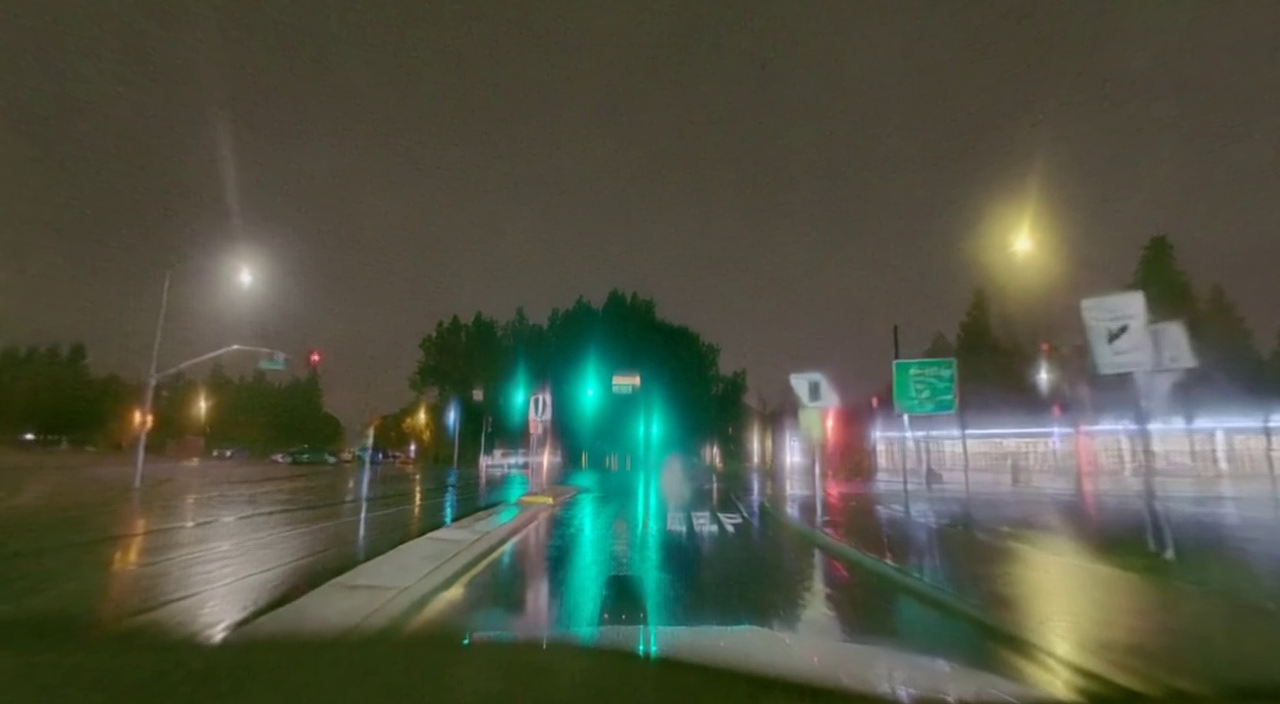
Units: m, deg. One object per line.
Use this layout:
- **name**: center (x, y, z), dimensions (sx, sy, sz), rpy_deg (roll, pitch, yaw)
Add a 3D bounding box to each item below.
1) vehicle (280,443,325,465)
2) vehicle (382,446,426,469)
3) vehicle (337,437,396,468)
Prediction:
- **vehicle**: center (-24.544, 7.443, 45.748), dimensions (1.771, 1.510, 3.545), rpy_deg (2, -9, -9)
- **vehicle**: center (-15.213, 6.797, 40.611), dimensions (1.789, 1.399, 4.236), rpy_deg (2, -9, -9)
- **vehicle**: center (-18.214, 6.695, 42.100), dimensions (2.337, 1.934, 4.843), rpy_deg (1, -9, -8)
